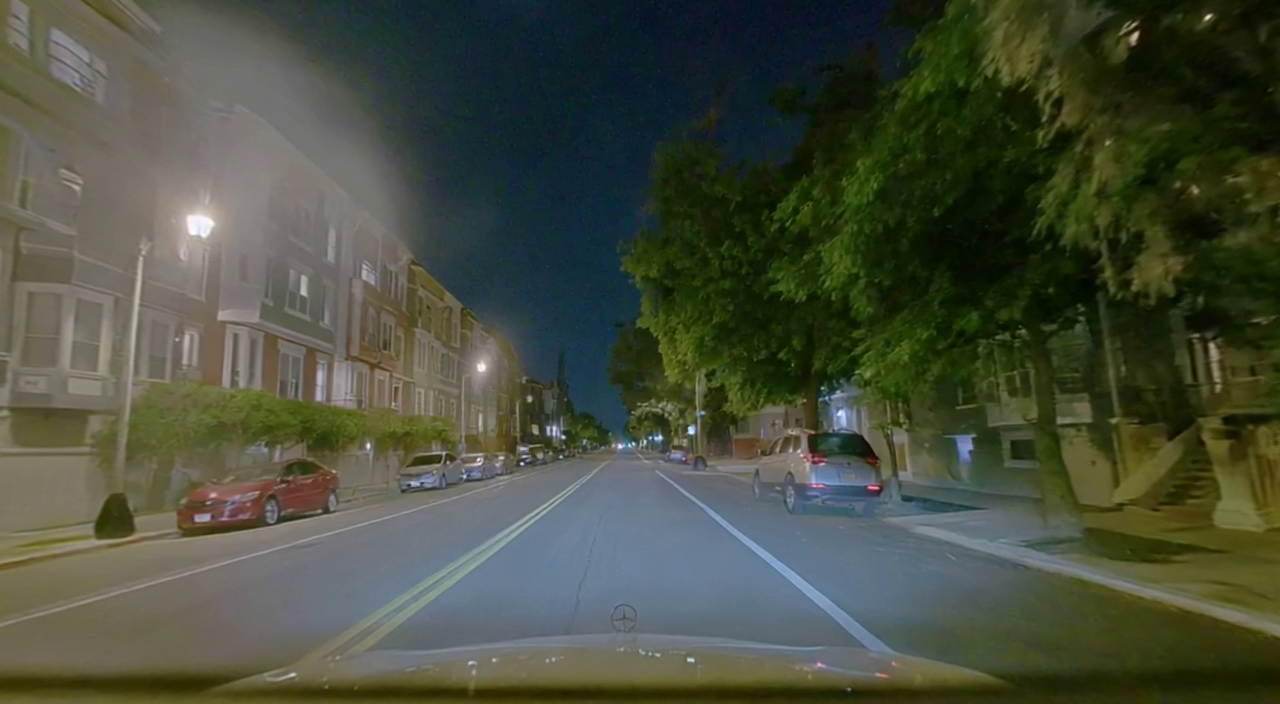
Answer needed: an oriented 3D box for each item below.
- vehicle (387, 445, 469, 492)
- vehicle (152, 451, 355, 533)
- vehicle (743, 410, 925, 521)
[{"bbox_3d":[-8.464,4.677,25.681,1.919,1.698,4.328,-1,-9,-1],"label":"vehicle"},{"bbox_3d":[-8.447,3.052,14.430,1.983,1.514,4.459,0,-9,-3],"label":"vehicle"},{"bbox_3d":[4.132,2.571,14.840,2.393,2.075,5.683,0,-8,-1],"label":"vehicle"}]
